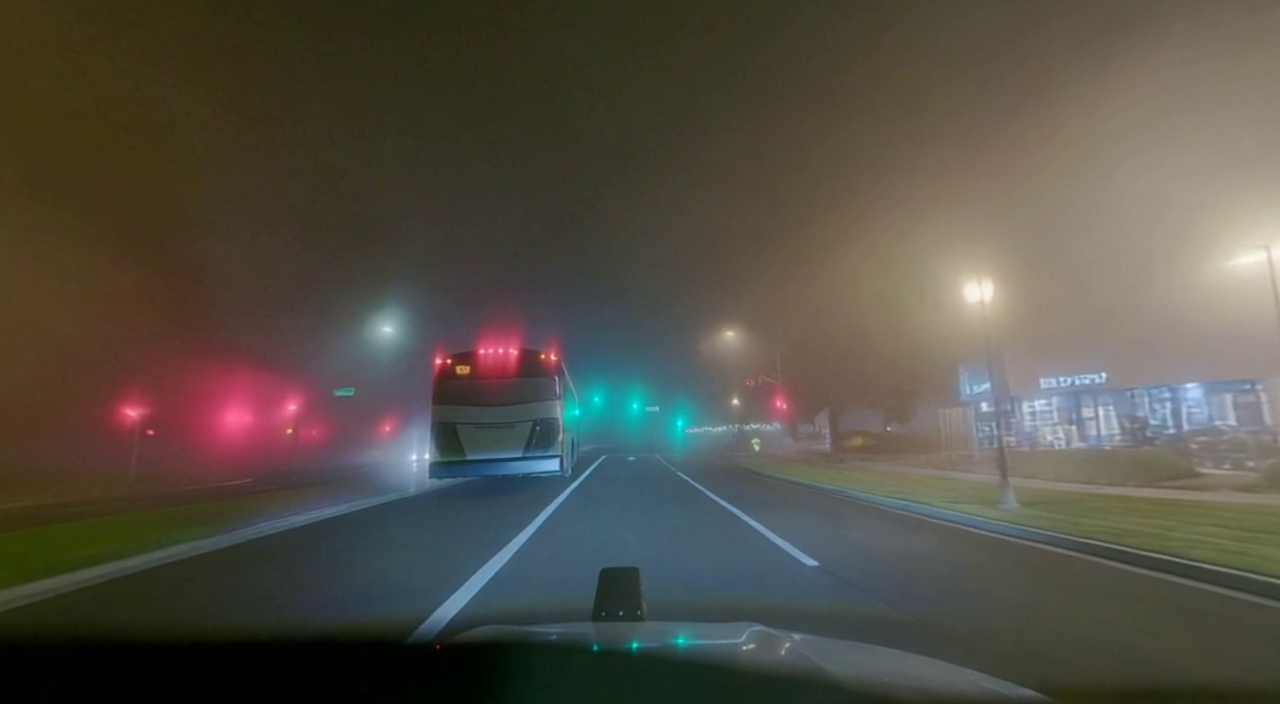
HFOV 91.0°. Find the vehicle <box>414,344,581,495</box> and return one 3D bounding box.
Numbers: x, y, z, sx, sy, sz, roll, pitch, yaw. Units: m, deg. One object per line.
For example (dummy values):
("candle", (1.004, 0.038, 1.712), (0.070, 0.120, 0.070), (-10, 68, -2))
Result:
("vehicle", (-3.724, 2.342, 19.818), (3.031, 3.429, 11.005), (0, -9, -2))
